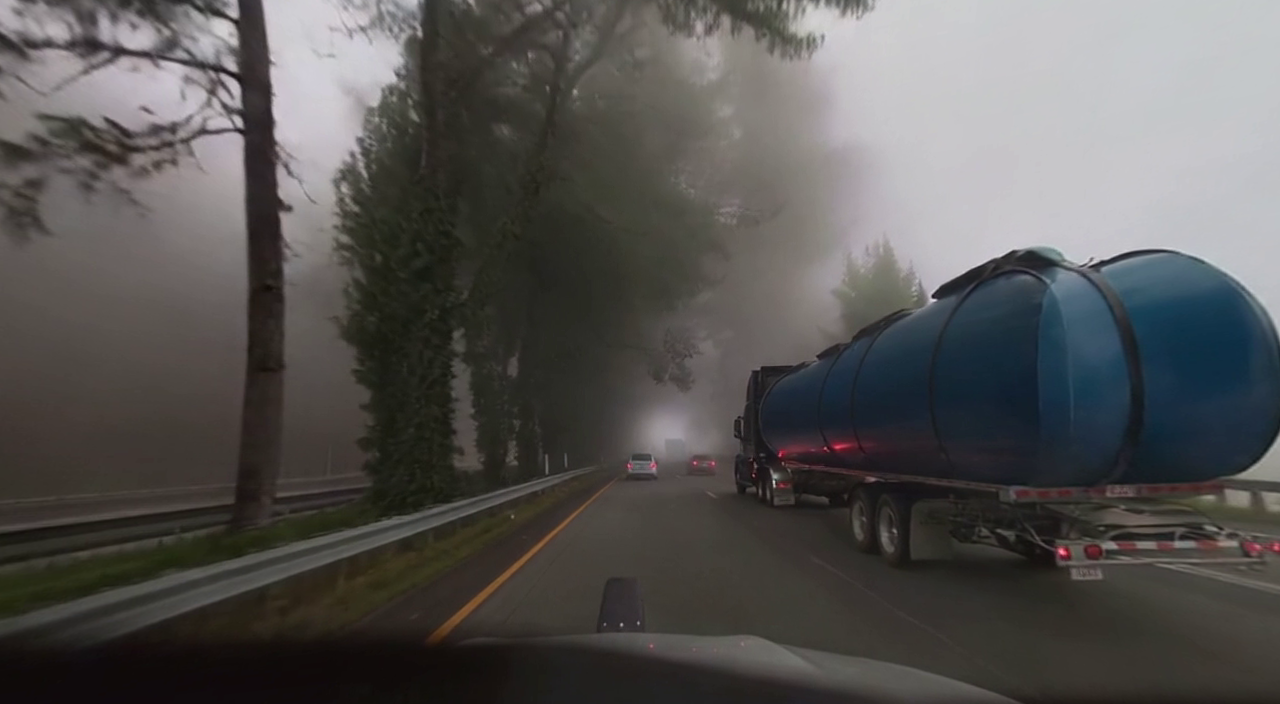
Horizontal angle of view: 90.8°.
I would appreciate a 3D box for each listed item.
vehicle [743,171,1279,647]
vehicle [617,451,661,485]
[{"bbox_3d":[4.023,1.208,10.351,2.694,3.453,11.641,0,-9,0],"label":"vehicle"},{"bbox_3d":[-0.065,5.600,30.692,2.003,1.490,3.636,0,-9,0],"label":"vehicle"}]
